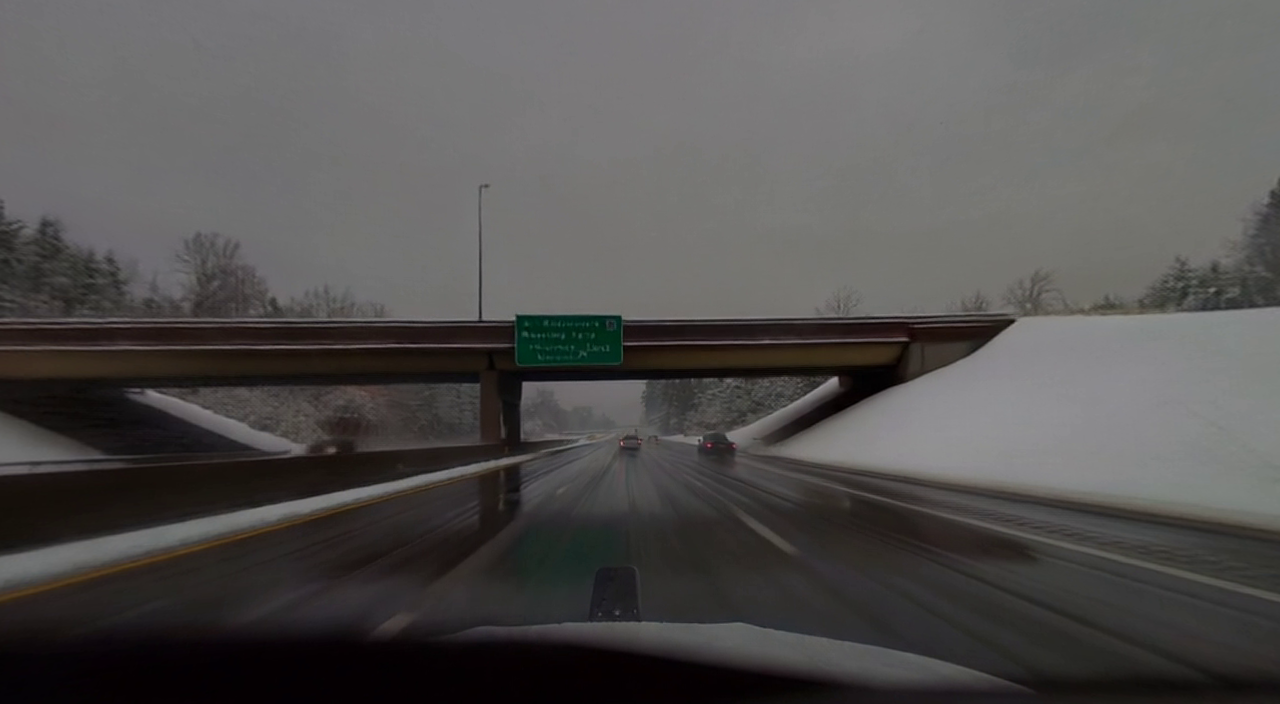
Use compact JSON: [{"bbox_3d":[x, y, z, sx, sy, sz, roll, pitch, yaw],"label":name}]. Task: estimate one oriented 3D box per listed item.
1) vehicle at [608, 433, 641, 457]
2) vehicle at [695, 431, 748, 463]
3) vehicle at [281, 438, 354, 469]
[{"bbox_3d":[-0.943,5.781,39.320,1.987,1.440,3.565,0,-8,-1],"label":"vehicle"},{"bbox_3d":[4.176,4.937,32.982,2.056,1.508,4.093,0,-8,-2],"label":"vehicle"},{"bbox_3d":[-16.904,5.319,33.292,1.776,1.484,3.974,0,-8,-1],"label":"vehicle"}]
